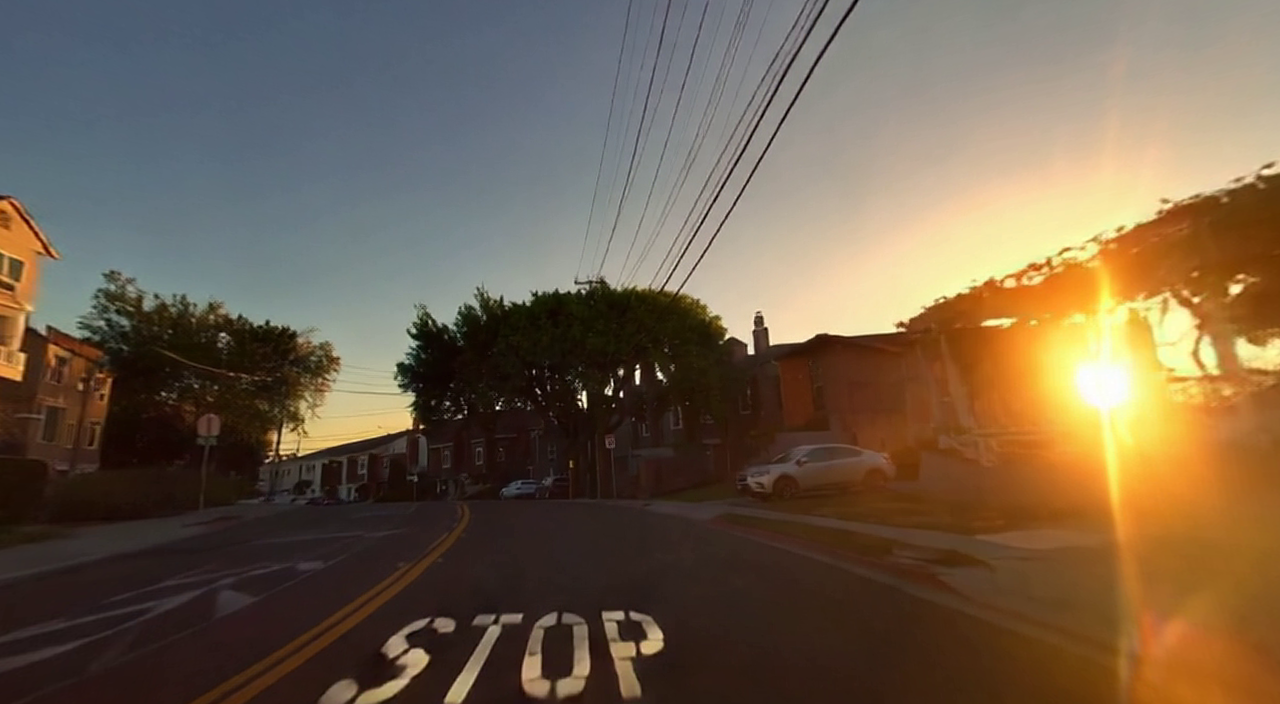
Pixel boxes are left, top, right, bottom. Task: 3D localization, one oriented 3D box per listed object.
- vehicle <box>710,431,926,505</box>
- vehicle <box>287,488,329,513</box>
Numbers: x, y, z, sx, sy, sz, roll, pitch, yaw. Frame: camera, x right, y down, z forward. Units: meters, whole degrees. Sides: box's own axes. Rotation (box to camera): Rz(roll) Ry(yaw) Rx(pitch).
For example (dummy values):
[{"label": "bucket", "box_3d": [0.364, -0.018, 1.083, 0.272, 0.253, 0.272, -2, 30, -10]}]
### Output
[{"label": "vehicle", "box_3d": [5.135, 3.358, 18.617, 5.578, 1.842, 2.300, 0, -9, -12]}, {"label": "vehicle", "box_3d": [-25.036, 11.156, 47.542, 1.994, 1.515, 4.385, 6, -11, -37]}]
